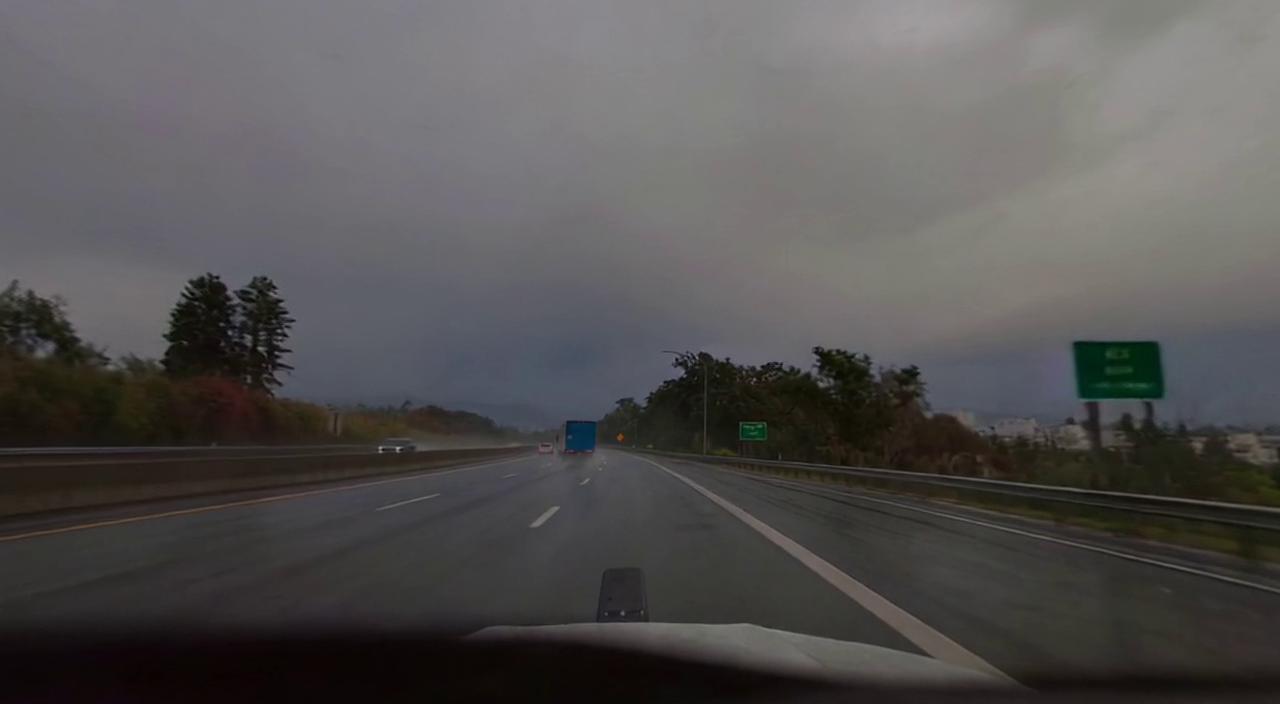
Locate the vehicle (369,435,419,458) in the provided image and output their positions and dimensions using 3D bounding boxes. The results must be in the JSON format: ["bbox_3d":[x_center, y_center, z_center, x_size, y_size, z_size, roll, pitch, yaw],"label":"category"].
[{"bbox_3d":[-19.351,7.466,49.812,2.093,1.664,4.978,0,-8,-3],"label":"vehicle"}]
